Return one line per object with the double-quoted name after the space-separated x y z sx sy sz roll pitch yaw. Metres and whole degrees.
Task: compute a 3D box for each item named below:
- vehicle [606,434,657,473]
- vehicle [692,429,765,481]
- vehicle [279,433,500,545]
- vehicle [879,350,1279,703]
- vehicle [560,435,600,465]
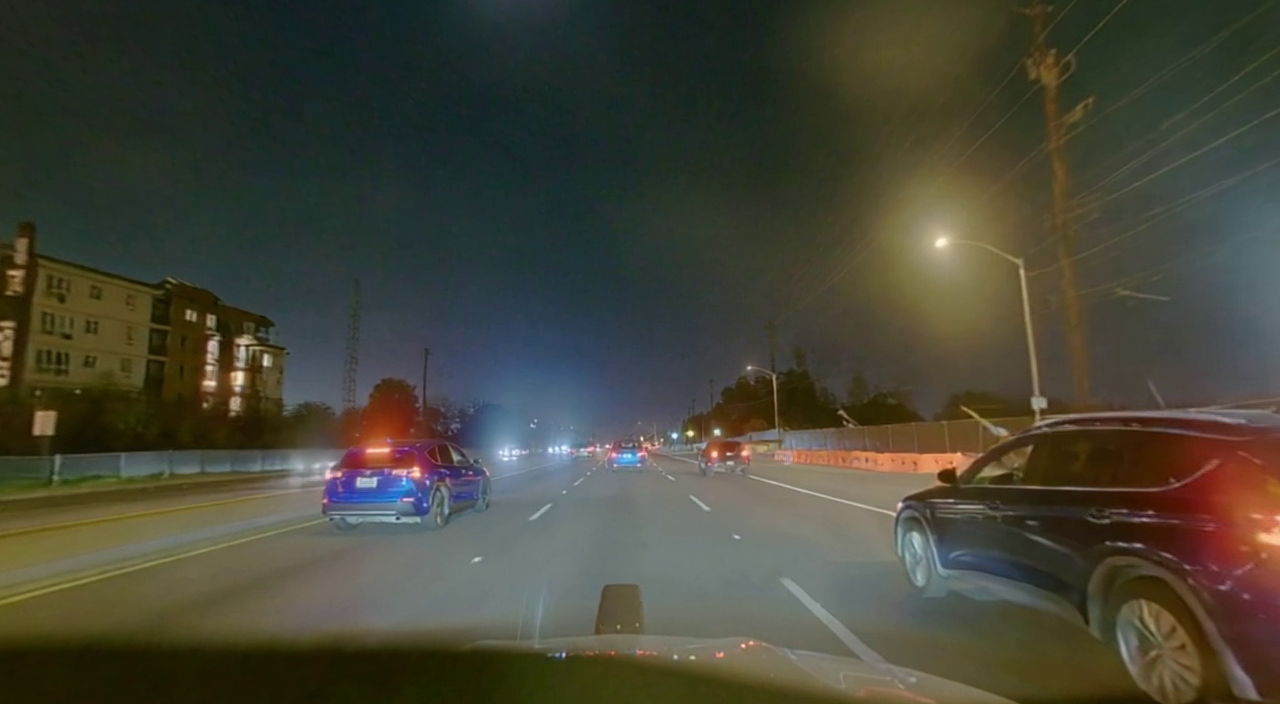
-0.403 4.846 30.364 2.291 1.714 4.217 0 -8 0 "vehicle"
3.243 3.887 24.021 2.029 1.797 4.218 0 -8 -1 "vehicle"
-3.795 2.133 10.538 1.968 1.473 4.209 0 -8 0 "vehicle"
3.172 1.025 3.674 1.975 1.598 4.025 0 -8 0 "vehicle"
-3.938 6.542 42.312 2.190 1.832 4.417 0 -8 0 "vehicle"
